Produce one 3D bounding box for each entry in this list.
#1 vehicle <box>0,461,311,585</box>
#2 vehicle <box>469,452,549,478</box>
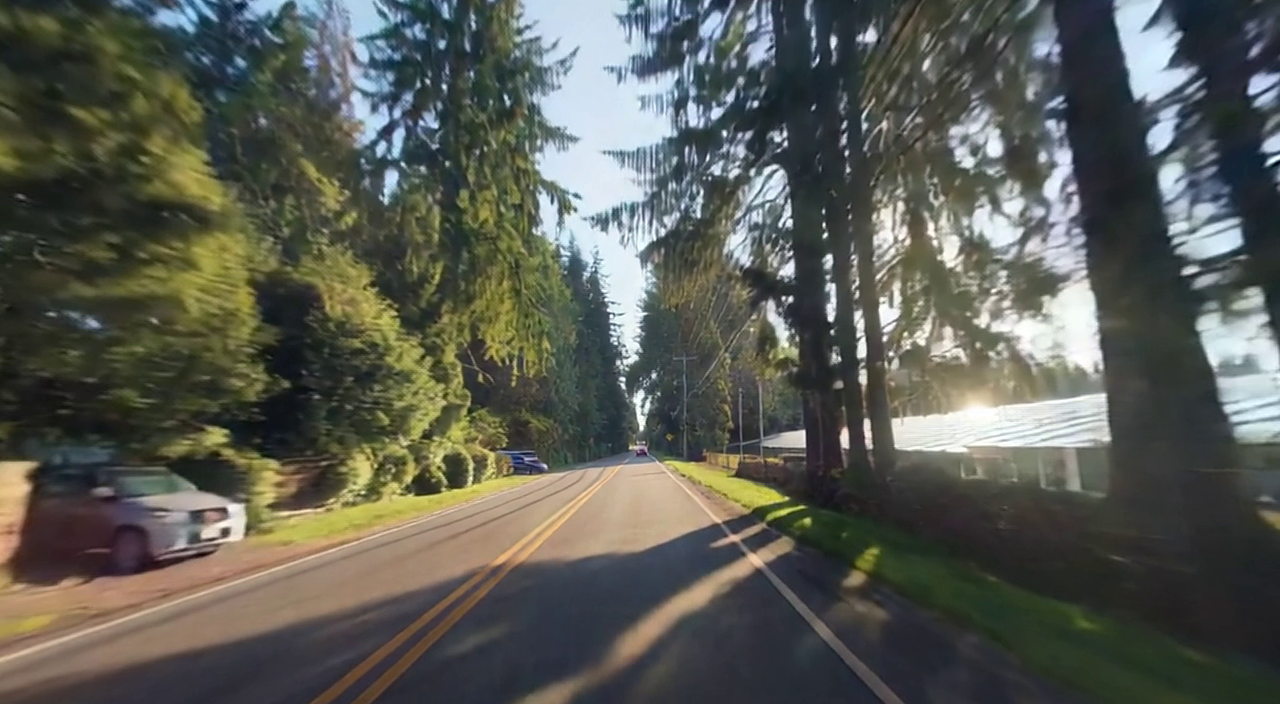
[{"bbox_3d":[-7.872,2.384,9.392,4.954,1.449,2.141,-2,-9,12],"label":"vehicle"},{"bbox_3d":[-8.161,7.057,39.581,4.525,1.499,1.934,0,-8,1],"label":"vehicle"}]
